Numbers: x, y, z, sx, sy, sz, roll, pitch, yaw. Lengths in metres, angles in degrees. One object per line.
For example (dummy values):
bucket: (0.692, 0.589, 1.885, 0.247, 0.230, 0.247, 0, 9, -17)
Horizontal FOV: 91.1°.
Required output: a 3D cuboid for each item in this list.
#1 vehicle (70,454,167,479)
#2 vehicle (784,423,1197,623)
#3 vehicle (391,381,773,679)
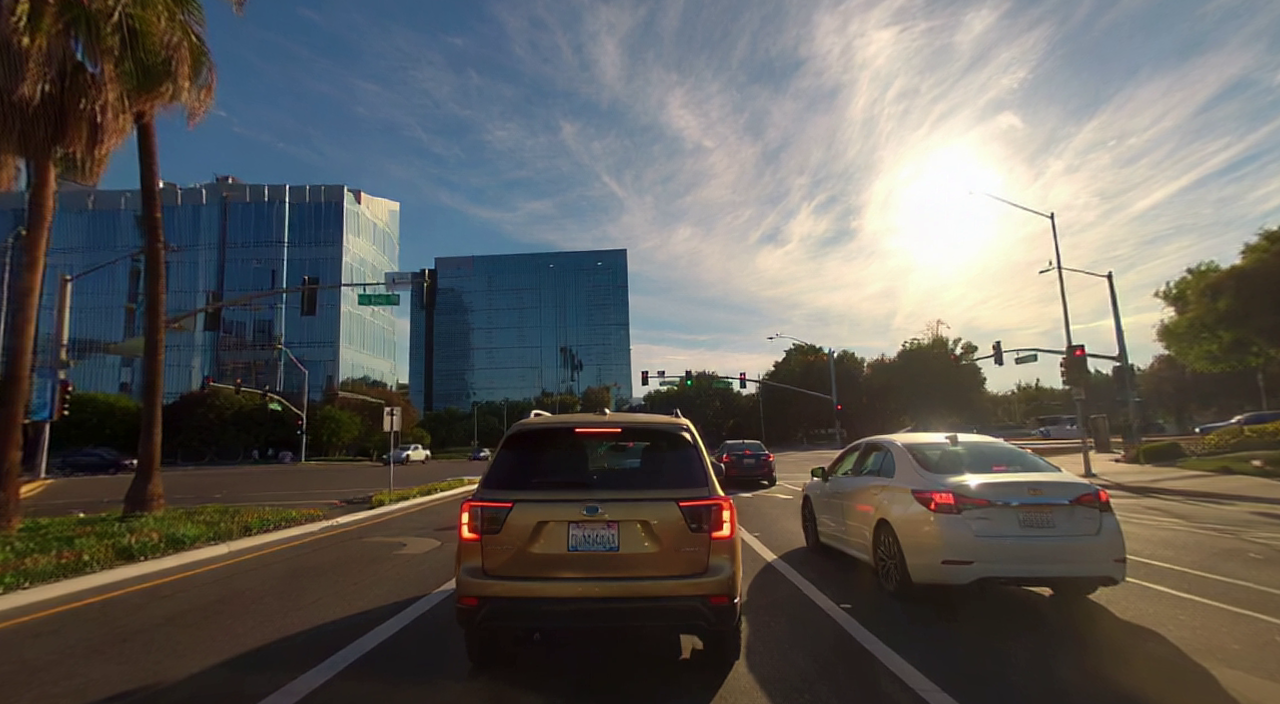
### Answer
vehicle: (-39.103, 8.586, 47.134, 5.347, 1.785, 2.123, 0, -8, 2)
vehicle: (3.124, 1.609, 6.968, 1.971, 1.473, 4.495, 0, -8, 0)
vehicle: (-0.329, 1.316, 5.693, 2.172, 1.694, 4.055, 0, -8, 0)
